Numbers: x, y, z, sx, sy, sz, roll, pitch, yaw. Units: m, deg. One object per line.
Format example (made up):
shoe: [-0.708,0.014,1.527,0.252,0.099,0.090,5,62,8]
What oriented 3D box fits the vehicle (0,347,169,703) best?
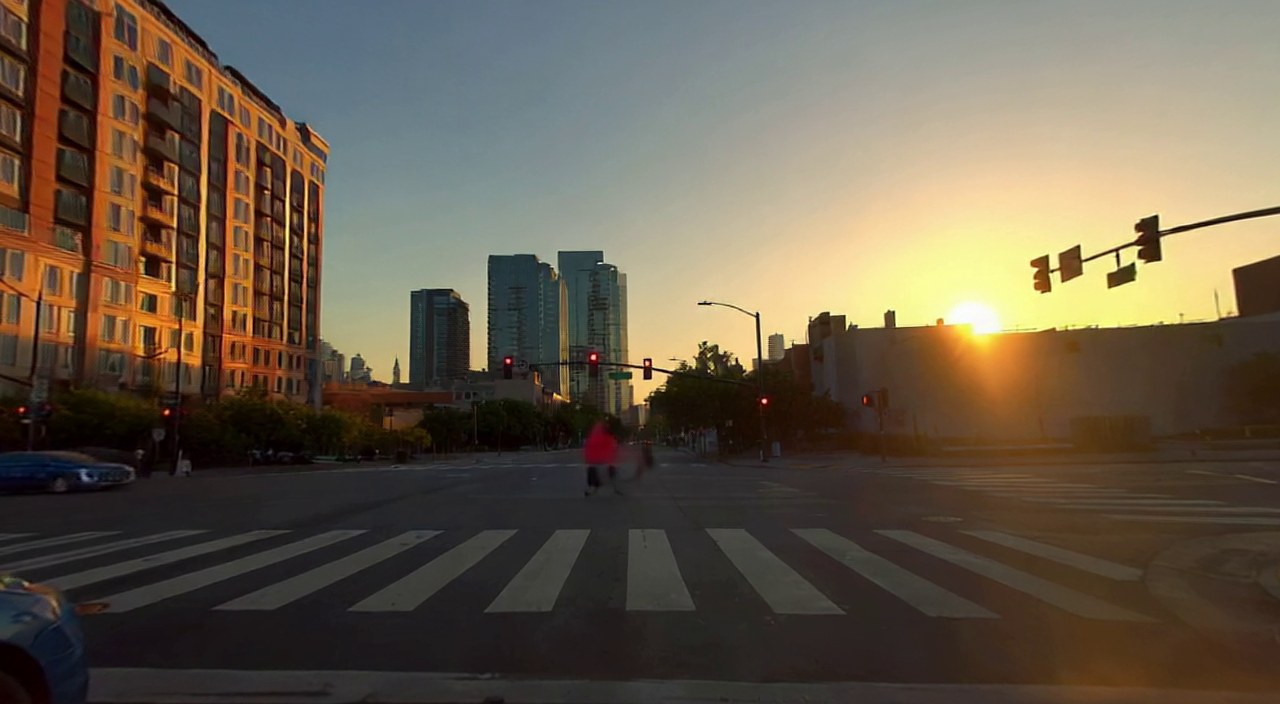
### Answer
vehicle: [-3.635,0.616,1.061,2.109,1.692,4.587,0,-8,0]
